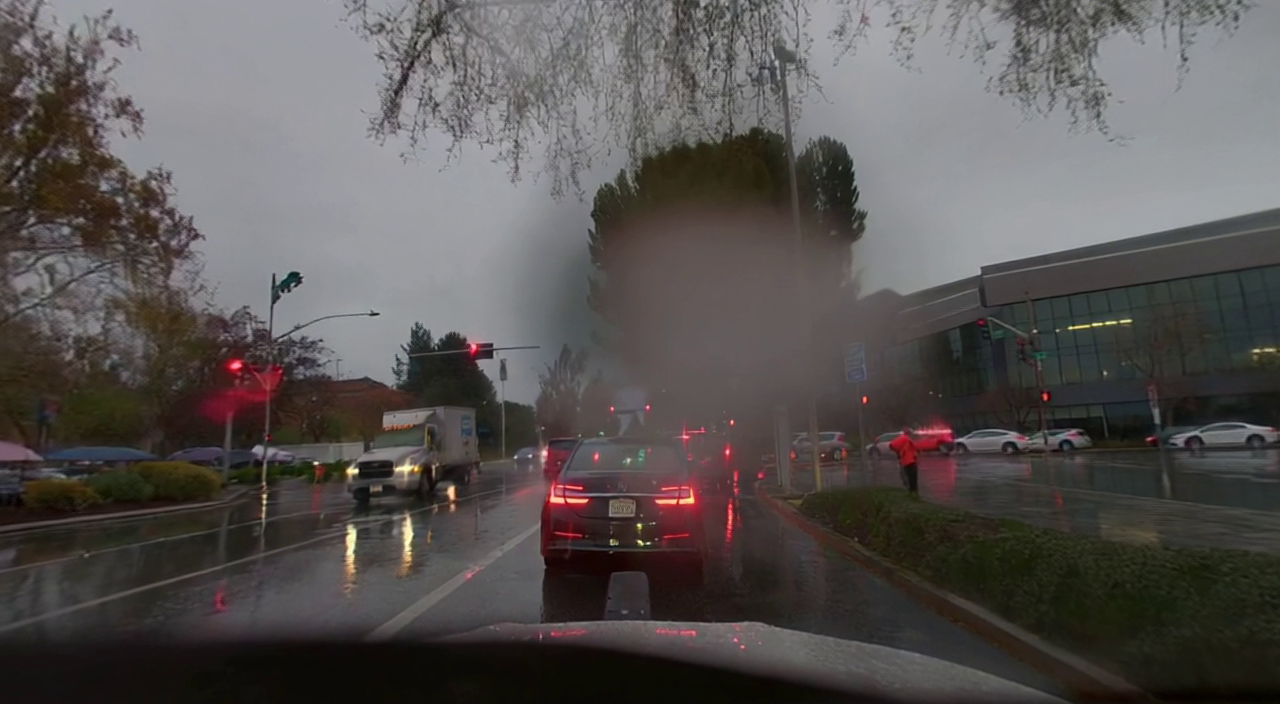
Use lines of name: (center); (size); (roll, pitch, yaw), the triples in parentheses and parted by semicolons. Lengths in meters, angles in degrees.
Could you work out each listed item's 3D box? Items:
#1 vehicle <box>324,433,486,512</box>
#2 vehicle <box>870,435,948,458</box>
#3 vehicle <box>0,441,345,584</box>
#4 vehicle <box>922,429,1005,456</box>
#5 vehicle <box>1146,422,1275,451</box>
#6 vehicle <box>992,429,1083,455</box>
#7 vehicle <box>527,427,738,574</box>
vehicle: (-6.164, 3.227, 17.383); (2.230, 1.811, 5.183); (-1, -9, 3)
vehicle: (17.575, 6.193, 41.094); (4.441, 1.452, 1.798); (-5, -10, 30)
vehicle: (-6.342, 2.068, 9.024); (1.948, 1.530, 4.283); (0, -9, 3)
vehicle: (21.968, 6.188, 42.711); (4.814, 1.700, 1.895); (-5, -10, 30)
vehicle: (30.527, 4.591, 33.804); (4.739, 1.472, 1.804); (-5, -10, 29)
vehicle: (23.792, 5.437, 37.748); (4.454, 1.440, 1.816); (-5, -10, 30)
vehicle: (-0.051, 1.862, 8.673); (2.182, 1.501, 4.150); (0, -9, 1)
